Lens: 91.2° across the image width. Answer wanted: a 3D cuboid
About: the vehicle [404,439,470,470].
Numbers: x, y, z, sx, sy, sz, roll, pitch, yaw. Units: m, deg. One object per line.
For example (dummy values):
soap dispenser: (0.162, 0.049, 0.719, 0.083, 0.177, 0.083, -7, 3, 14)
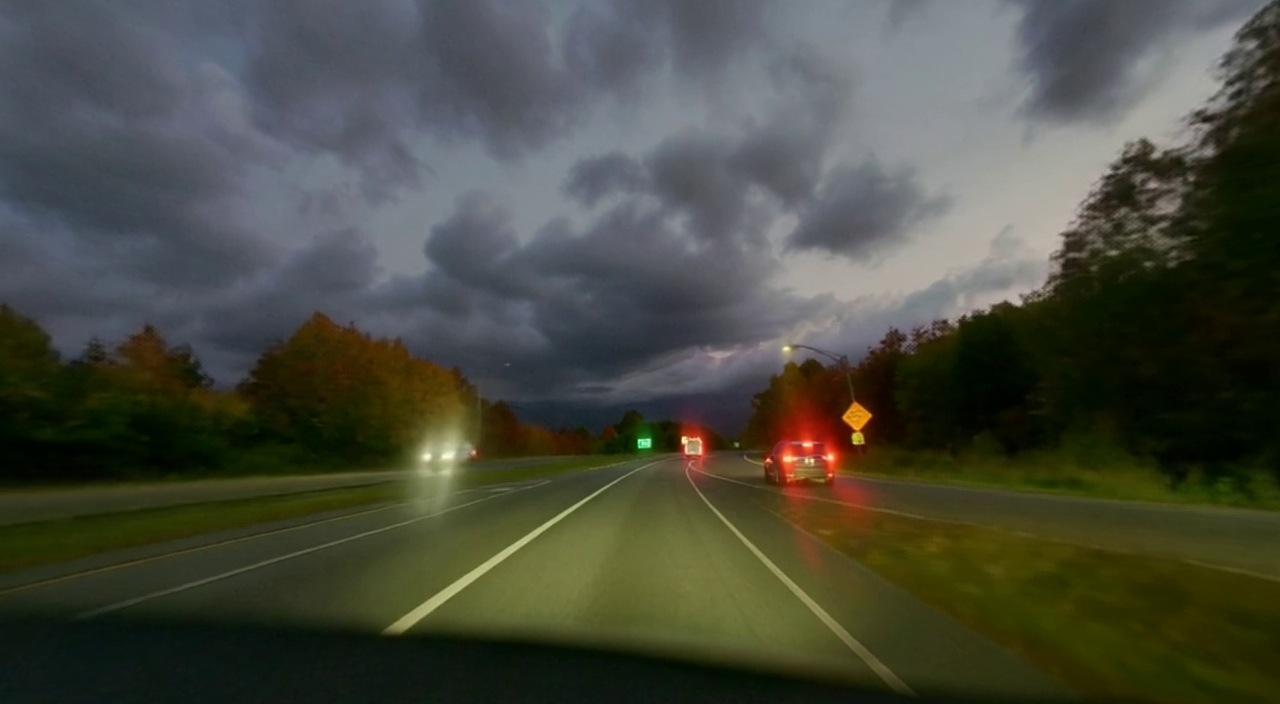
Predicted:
vehicle: (-13.382, 6.803, 41.728, 2.089, 1.939, 5.262, -1, -9, 7)
